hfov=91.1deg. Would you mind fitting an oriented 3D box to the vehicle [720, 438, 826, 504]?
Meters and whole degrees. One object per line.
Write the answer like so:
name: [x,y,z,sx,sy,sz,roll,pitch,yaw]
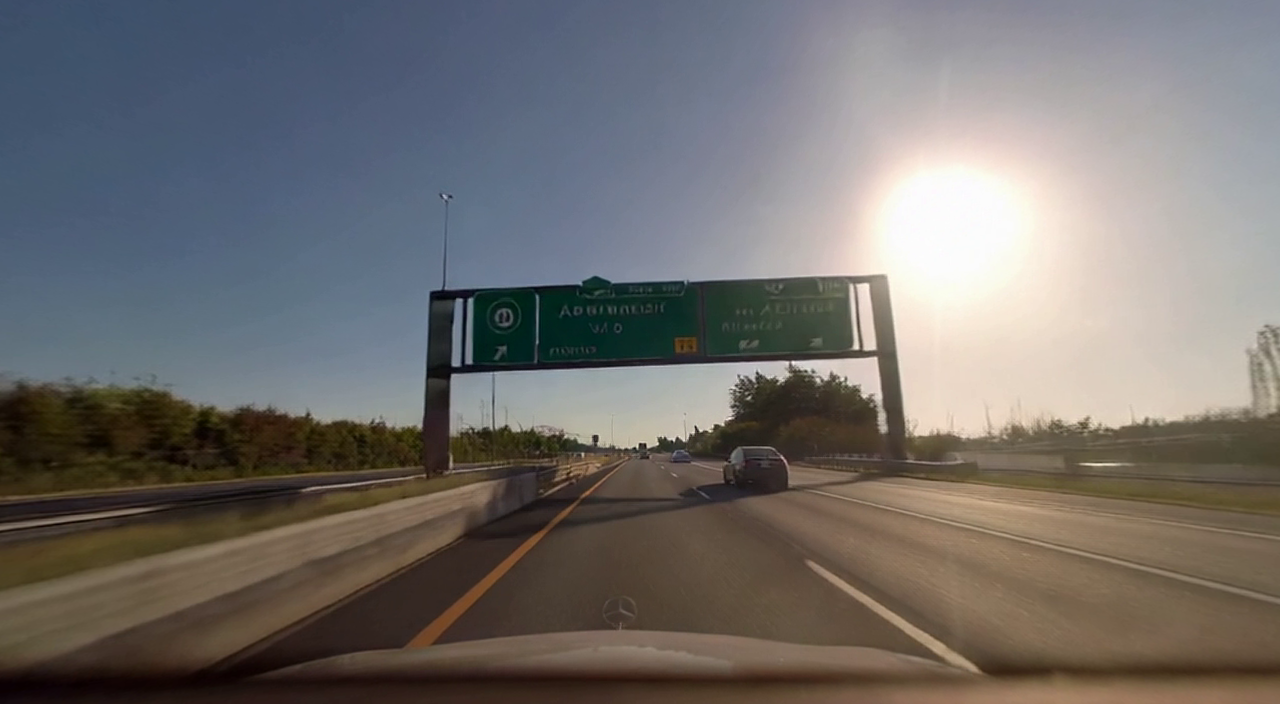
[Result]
vehicle: [3.495,3.200,17.291,2.024,1.579,3.707,0,-9,-1]
